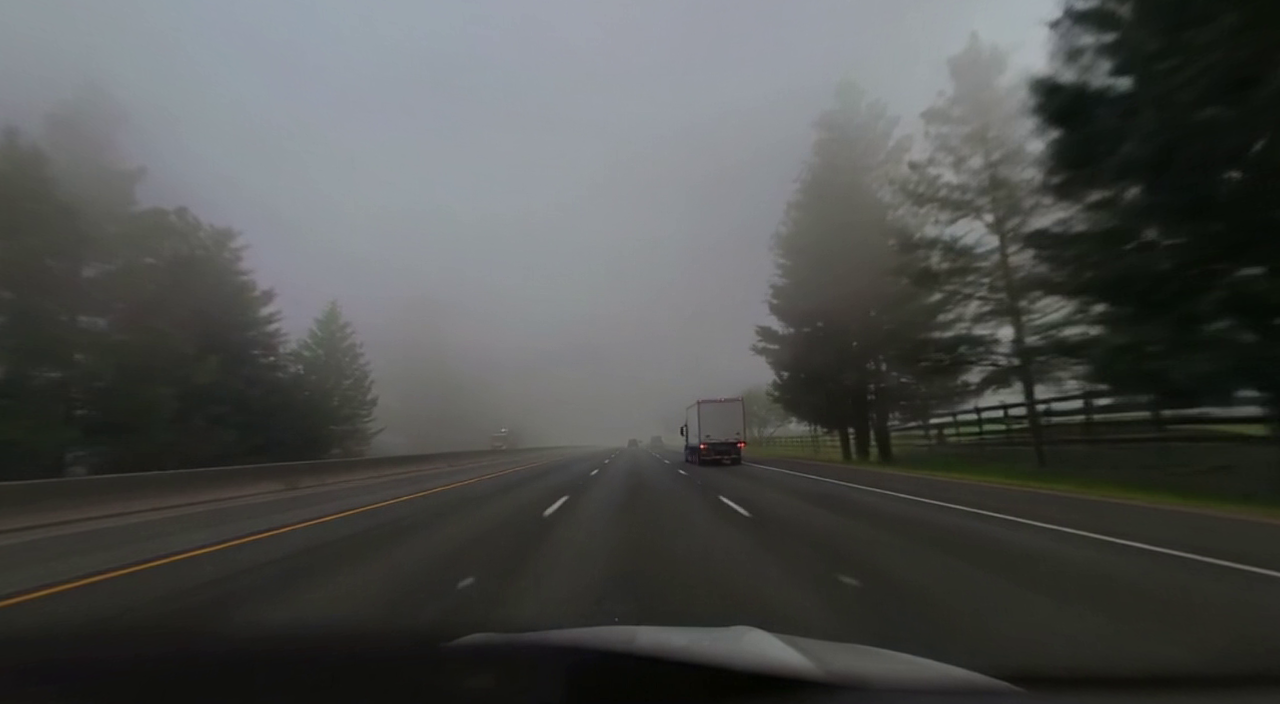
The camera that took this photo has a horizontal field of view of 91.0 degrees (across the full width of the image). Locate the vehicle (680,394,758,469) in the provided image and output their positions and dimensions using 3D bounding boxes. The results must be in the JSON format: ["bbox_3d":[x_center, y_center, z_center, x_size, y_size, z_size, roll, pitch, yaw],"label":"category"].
[{"bbox_3d":[3.807,4.118,32.309,2.766,3.349,7.796,0,-8,-1],"label":"vehicle"}]
